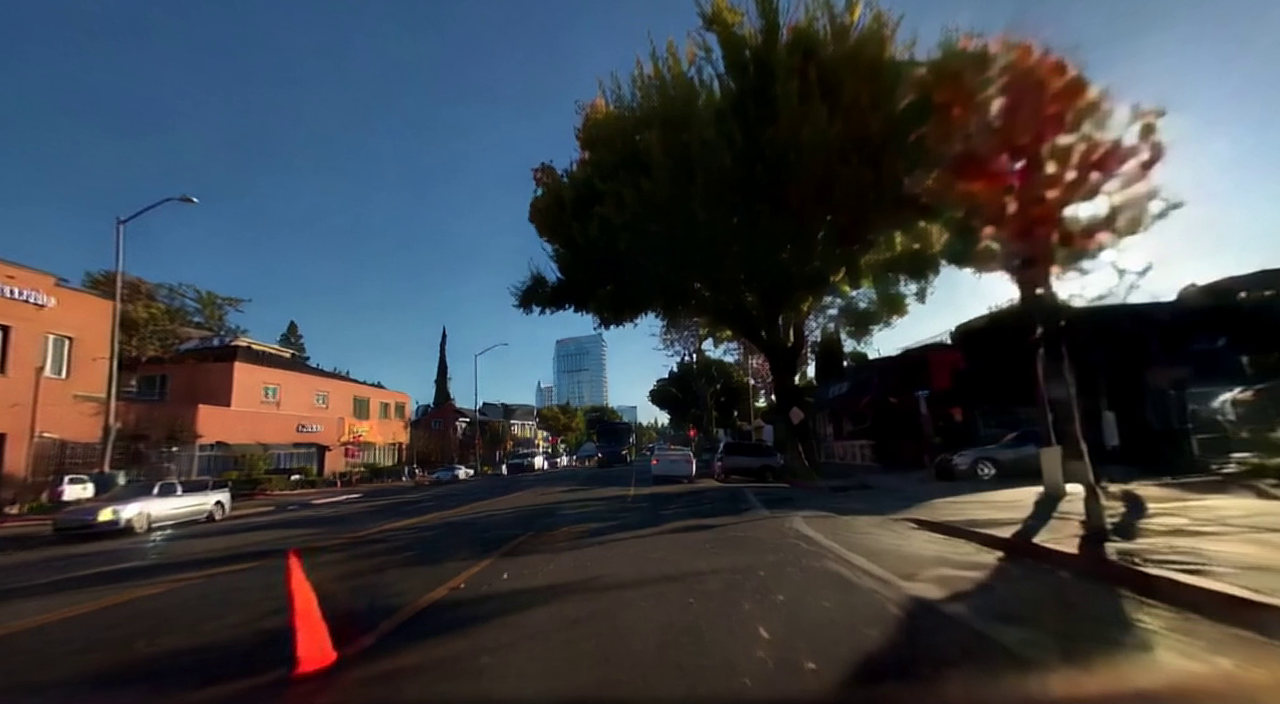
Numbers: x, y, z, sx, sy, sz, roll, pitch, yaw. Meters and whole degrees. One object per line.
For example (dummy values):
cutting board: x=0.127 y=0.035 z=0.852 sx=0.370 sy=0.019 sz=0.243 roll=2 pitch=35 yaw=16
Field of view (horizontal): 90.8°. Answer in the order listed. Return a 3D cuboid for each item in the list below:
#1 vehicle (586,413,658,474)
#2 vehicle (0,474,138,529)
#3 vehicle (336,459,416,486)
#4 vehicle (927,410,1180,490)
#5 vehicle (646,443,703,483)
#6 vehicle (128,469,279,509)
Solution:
vehicle: x=-0.821 y=5.891 z=40.451 sx=2.977 sy=3.271 sz=12.748 roll=-1 pitch=-8 yaw=6
vehicle: x=-19.379 y=4.749 z=20.276 sx=4.696 sy=1.513 sz=2.243 roll=-1 pitch=-9 yaw=3
vehicle: x=-17.468 y=7.971 z=41.868 sx=4.397 sy=1.698 sz=1.932 roll=-1 pitch=-9 yaw=7
vehicle: x=10.475 y=2.529 z=16.378 sx=4.859 sy=1.914 sz=2.333 roll=0 pitch=-9 yaw=0
vehicle: x=1.332 y=4.534 z=26.048 sx=2.159 sy=1.506 sz=4.086 roll=0 pitch=-8 yaw=1
vehicle: x=-18.376 y=5.773 z=26.749 sx=4.952 sy=1.510 sz=2.115 roll=-1 pitch=-8 yaw=5
